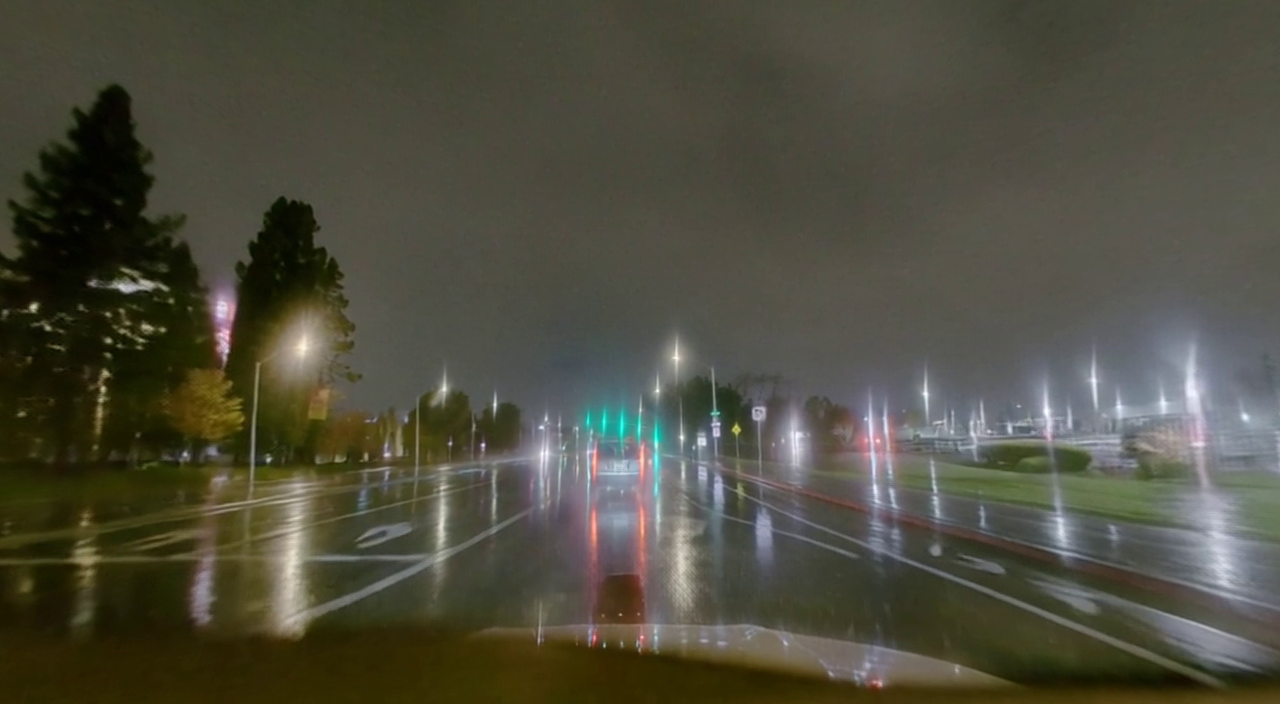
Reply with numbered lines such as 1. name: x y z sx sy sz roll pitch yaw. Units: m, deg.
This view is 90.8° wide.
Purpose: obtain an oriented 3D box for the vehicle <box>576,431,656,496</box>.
1. vehicle: -0.649 3.277 18.891 2.130 1.711 4.038 0 -9 0
